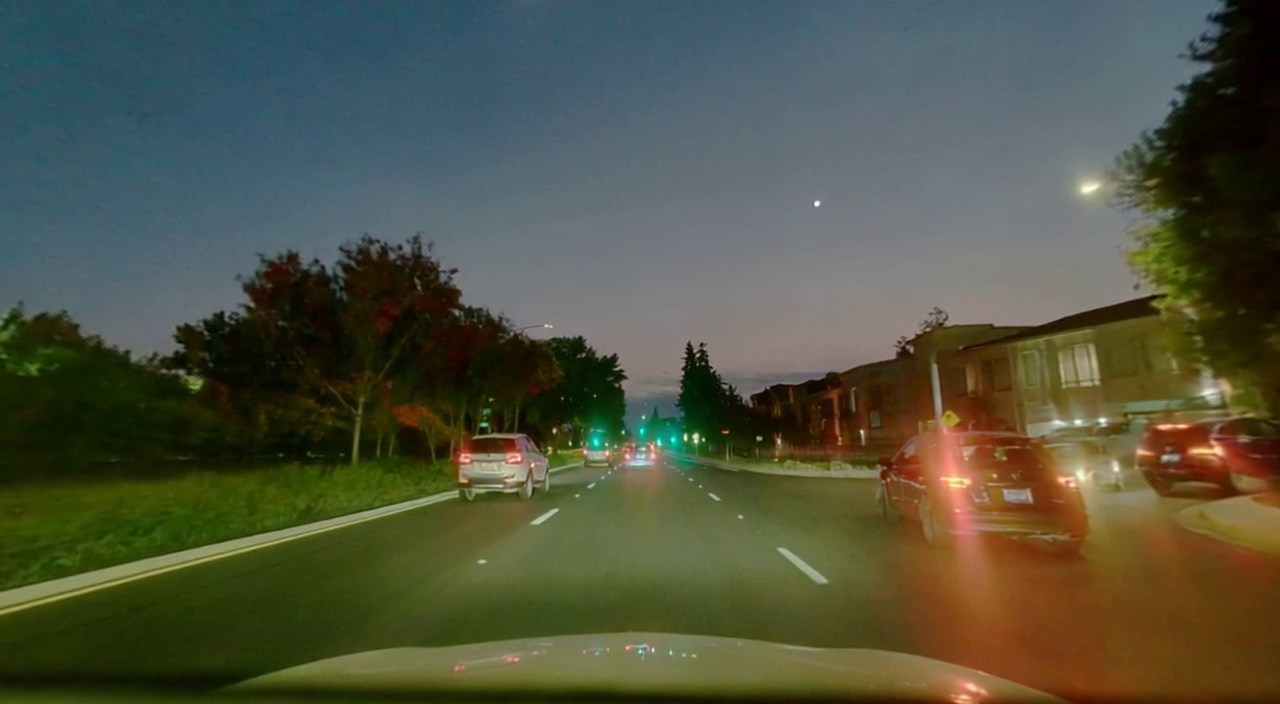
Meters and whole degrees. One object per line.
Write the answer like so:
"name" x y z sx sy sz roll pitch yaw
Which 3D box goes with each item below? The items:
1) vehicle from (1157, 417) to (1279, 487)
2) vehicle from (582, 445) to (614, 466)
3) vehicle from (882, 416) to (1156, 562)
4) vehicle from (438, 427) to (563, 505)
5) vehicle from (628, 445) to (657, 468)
"vehicle" 16.088 2.564 16.313 4.735 1.597 1.950 3 -9 -21
"vehicle" -3.228 8.124 49.637 2.091 1.548 4.604 0 -8 2
"vehicle" 5.071 1.853 9.297 1.969 1.593 4.293 -2 -9 10
"vehicle" -3.611 3.057 17.424 2.216 1.828 4.886 0 -8 2
"vehicle" 0.230 7.318 44.198 1.940 1.501 4.133 0 -8 1
